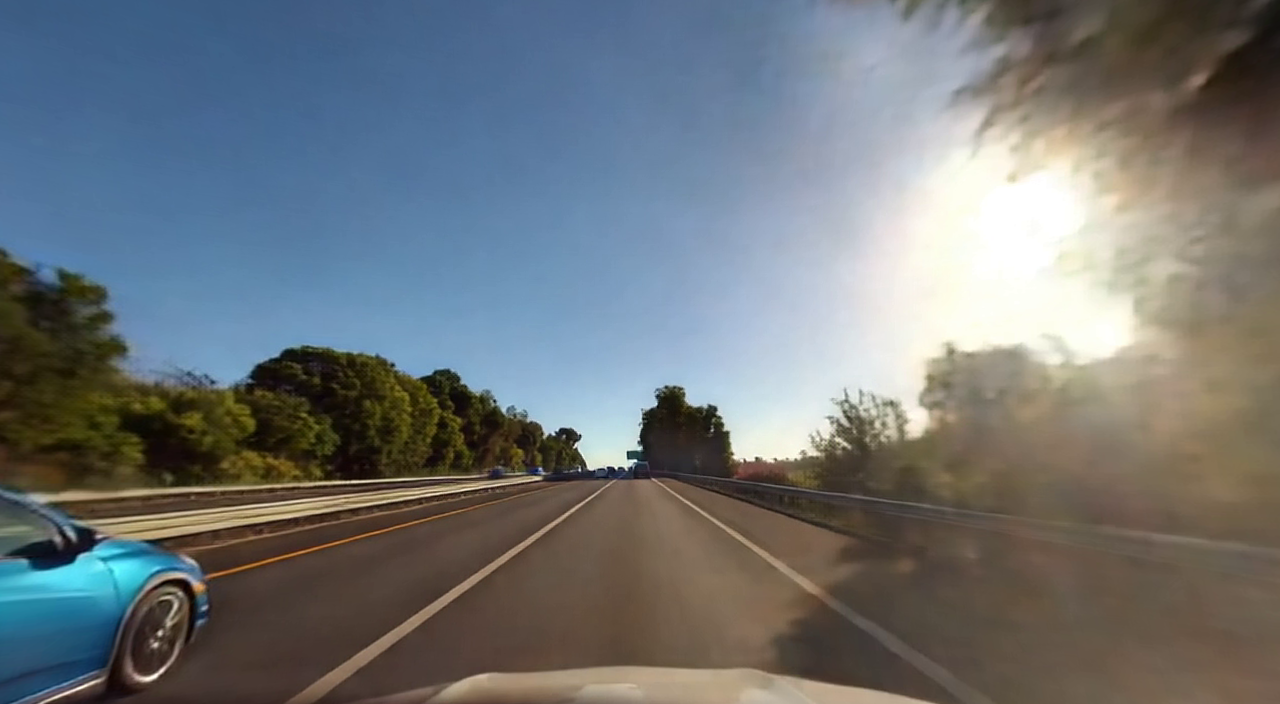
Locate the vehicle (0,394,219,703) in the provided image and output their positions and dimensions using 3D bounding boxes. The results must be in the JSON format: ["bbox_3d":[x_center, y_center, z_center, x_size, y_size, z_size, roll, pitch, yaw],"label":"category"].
[{"bbox_3d":[-3.456,0.749,1.535,2.017,1.516,4.041,1,-11,0],"label":"vehicle"}]
